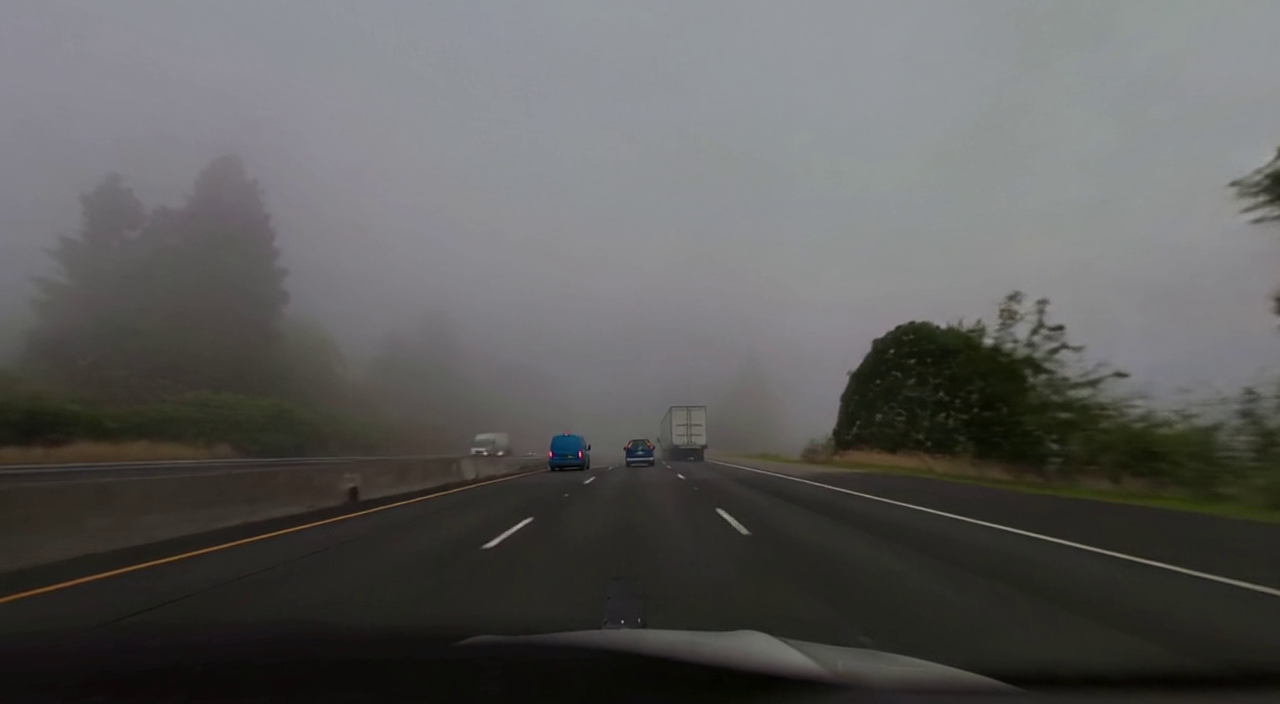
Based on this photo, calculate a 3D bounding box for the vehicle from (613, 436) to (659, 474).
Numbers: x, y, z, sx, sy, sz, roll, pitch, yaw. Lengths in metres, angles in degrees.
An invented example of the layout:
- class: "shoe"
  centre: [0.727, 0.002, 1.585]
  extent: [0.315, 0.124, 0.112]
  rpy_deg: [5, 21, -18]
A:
- class: "vehicle"
  centre: [-0.204, 5.289, 32.561]
  extent: [2.209, 1.825, 4.036]
  rpy_deg: [0, -9, 0]

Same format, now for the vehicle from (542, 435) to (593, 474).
- class: "vehicle"
  centre: [-3.955, 5.692, 35.224]
  extent: [2.167, 1.991, 5.062]
  rpy_deg: [-1, -9, 1]
